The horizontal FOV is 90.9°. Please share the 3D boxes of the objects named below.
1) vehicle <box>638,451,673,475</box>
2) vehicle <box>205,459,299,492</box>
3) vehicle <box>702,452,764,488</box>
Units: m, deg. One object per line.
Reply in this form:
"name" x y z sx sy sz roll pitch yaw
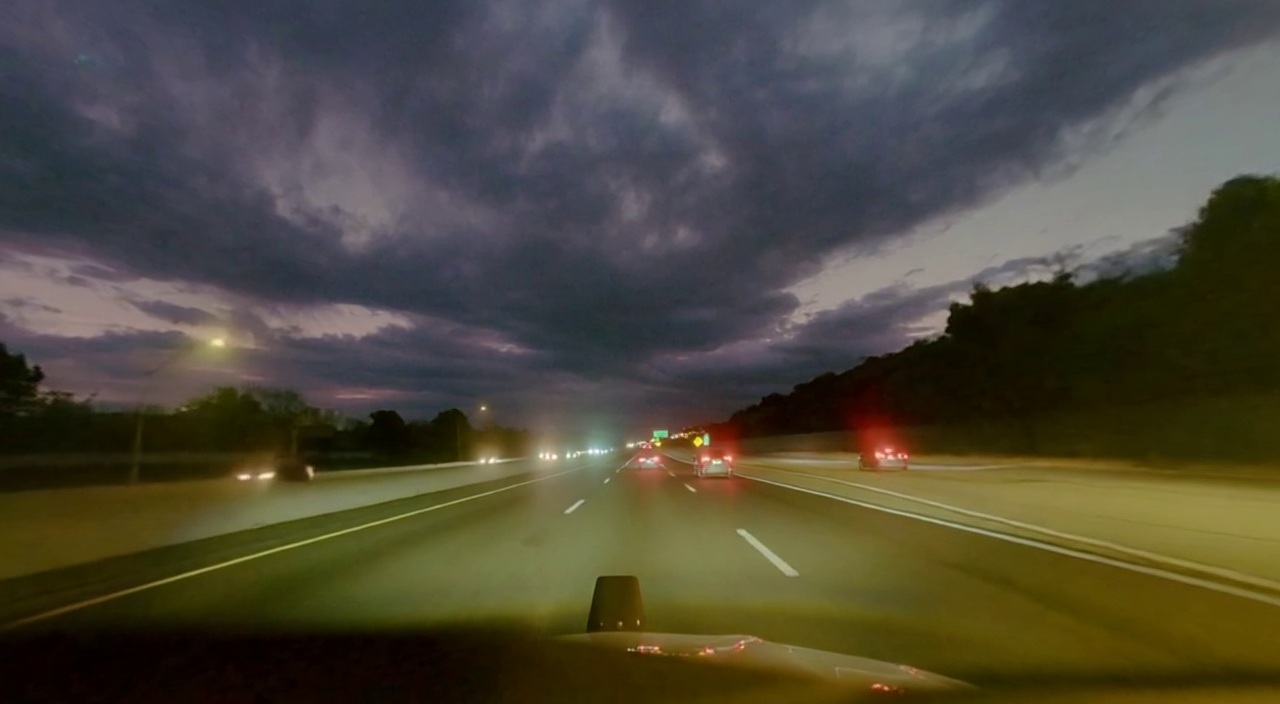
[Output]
"vehicle" 0.951 6.887 39.201 2.065 1.400 4.028 0 -9 1
"vehicle" -19.989 6.357 32.758 1.887 1.522 4.541 -1 -9 2
"vehicle" 3.625 4.666 25.167 1.883 1.320 3.386 0 -9 -1
